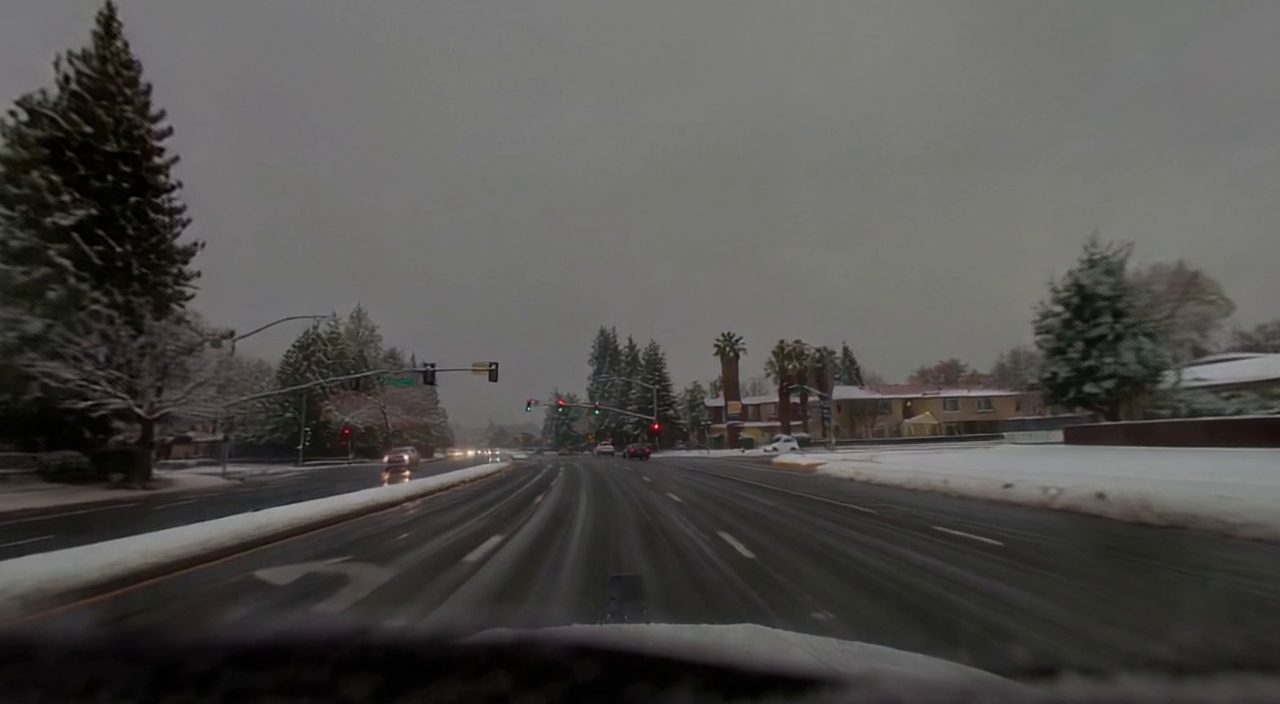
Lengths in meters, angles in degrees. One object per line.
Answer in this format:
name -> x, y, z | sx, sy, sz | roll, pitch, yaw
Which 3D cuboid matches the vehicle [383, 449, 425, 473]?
vehicle -> -17.360, 8.015, 46.504 | 2.017, 1.611, 4.403 | 1, -9, -9
